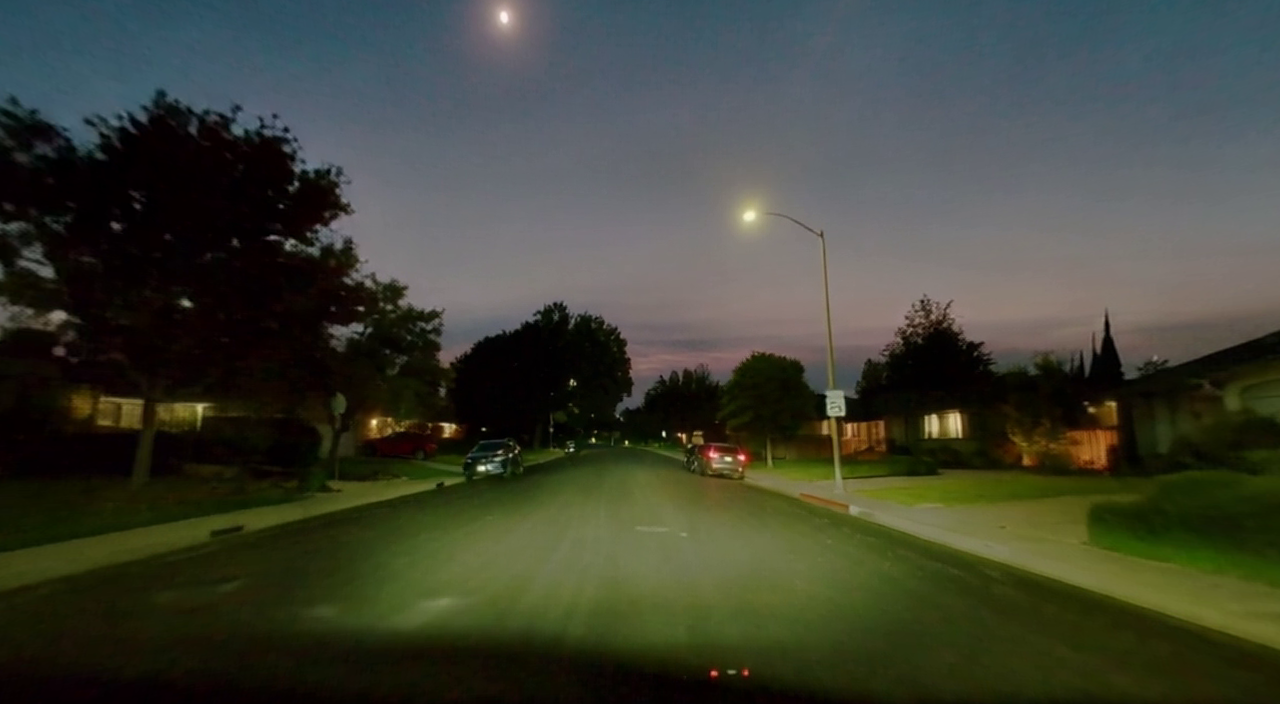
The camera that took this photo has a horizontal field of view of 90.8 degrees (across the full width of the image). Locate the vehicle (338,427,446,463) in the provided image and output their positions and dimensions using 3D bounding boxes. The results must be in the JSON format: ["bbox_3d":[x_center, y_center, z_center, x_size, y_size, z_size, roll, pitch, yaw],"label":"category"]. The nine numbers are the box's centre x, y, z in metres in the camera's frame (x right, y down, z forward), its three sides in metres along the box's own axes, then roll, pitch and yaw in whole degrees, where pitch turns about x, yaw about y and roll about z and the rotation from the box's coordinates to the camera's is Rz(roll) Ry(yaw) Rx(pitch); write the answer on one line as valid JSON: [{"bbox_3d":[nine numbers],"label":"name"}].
[{"bbox_3d":[-13.536,5.134,34.750,5.024,1.903,2.102,0,-9,0],"label":"vehicle"}]

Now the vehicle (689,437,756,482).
[{"bbox_3d":[3.405,4.554,26.988,2.033,1.730,4.554,0,-9,-2],"label":"vehicle"}]

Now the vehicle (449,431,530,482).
[{"bbox_3d":[-6.406,4.548,27.701,2.322,1.949,5.695,-1,-9,-2],"label":"vehicle"}]
